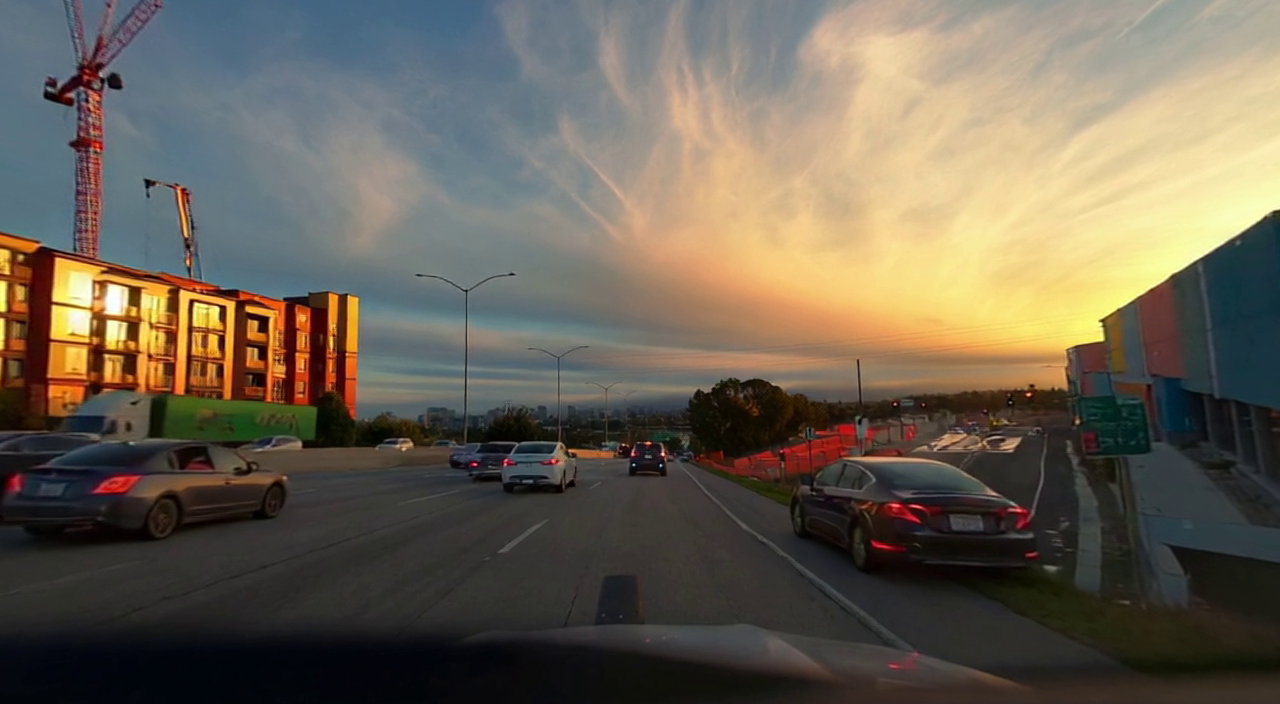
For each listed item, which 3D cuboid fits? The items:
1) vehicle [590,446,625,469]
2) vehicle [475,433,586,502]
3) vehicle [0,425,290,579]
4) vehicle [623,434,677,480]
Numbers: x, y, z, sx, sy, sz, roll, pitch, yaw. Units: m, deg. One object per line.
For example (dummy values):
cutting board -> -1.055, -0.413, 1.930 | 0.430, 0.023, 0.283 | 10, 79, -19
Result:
vehicle -> -2.210, 7.358, 44.034 | 2.029, 1.497, 3.960 | 0, -9, 4
vehicle -> -2.880, 3.172, 17.739 | 2.109, 1.657, 4.554 | 0, -9, 2
vehicle -> -7.011, 1.801, 8.458 | 1.959, 1.486, 4.460 | 0, -9, 1
vehicle -> 0.465, 4.477, 27.045 | 2.116, 1.763, 4.352 | 0, -9, 2
